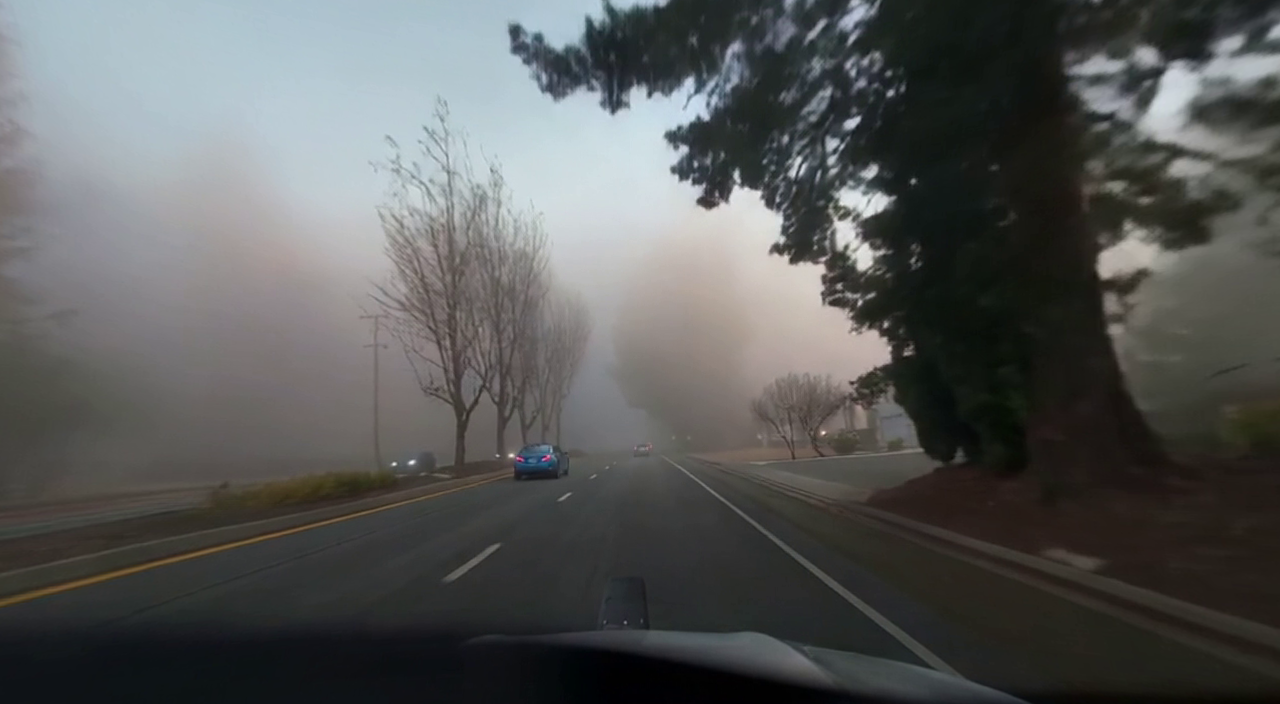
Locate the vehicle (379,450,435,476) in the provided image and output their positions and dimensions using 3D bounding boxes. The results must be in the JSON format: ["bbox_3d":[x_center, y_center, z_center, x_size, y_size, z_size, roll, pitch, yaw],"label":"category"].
[{"bbox_3d":[-15.042,7.176,41.016,1.752,1.590,4.745,0,-8,1],"label":"vehicle"}]

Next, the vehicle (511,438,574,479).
[{"bbox_3d":[-4.128,4.599,27.434,1.914,1.630,4.351,0,-8,2],"label":"vehicle"}]
